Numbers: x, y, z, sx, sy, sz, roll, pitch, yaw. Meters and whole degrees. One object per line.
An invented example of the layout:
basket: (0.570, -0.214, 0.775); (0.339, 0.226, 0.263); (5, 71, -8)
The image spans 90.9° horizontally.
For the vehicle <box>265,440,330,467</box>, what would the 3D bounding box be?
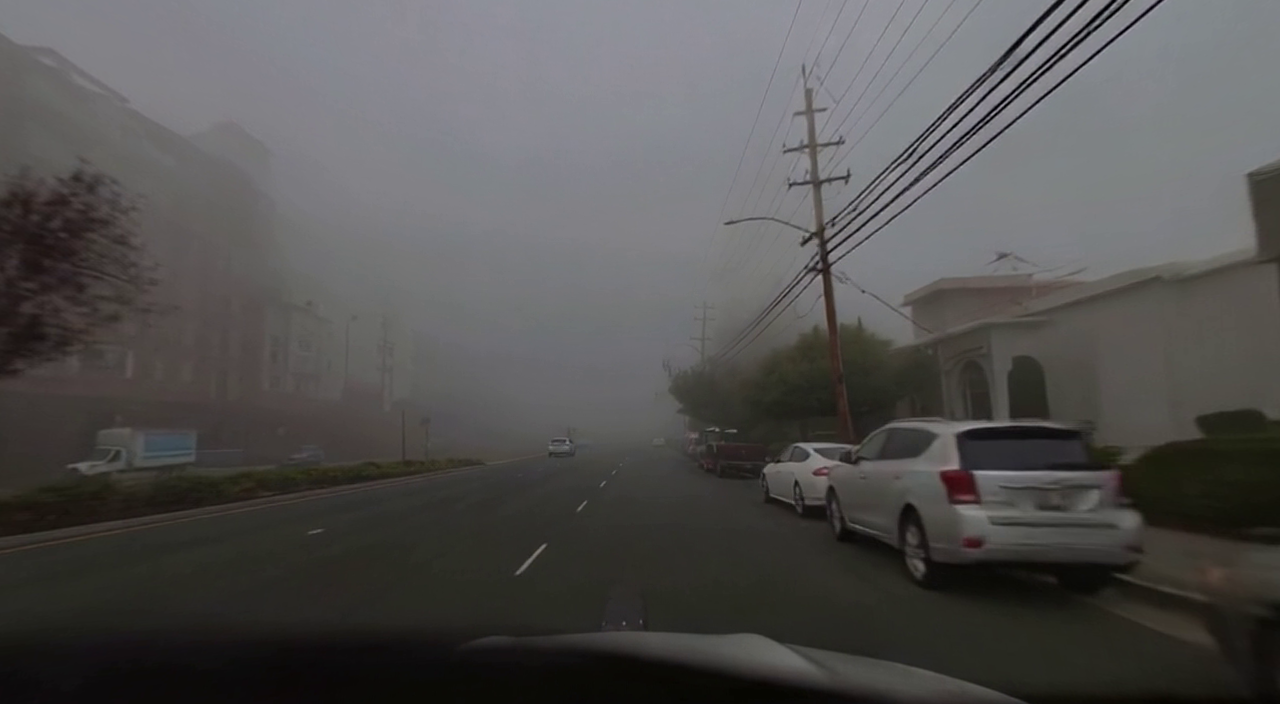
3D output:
vehicle: (-25.419, 7.552, 47.019); (2.052, 1.862, 4.816); (0, -8, 1)

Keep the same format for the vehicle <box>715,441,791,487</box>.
vehicle: (3.503, 3.513, 20.020); (1.869, 1.325, 2.994); (0, -8, 1)

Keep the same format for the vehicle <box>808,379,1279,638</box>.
vehicle: (3.526, 1.454, 6.970); (2.188, 1.810, 4.883); (0, -8, 3)

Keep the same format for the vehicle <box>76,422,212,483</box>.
vehicle: (-25.725, 5.251, 33.113); (2.223, 2.895, 5.824); (0, -8, 1)
